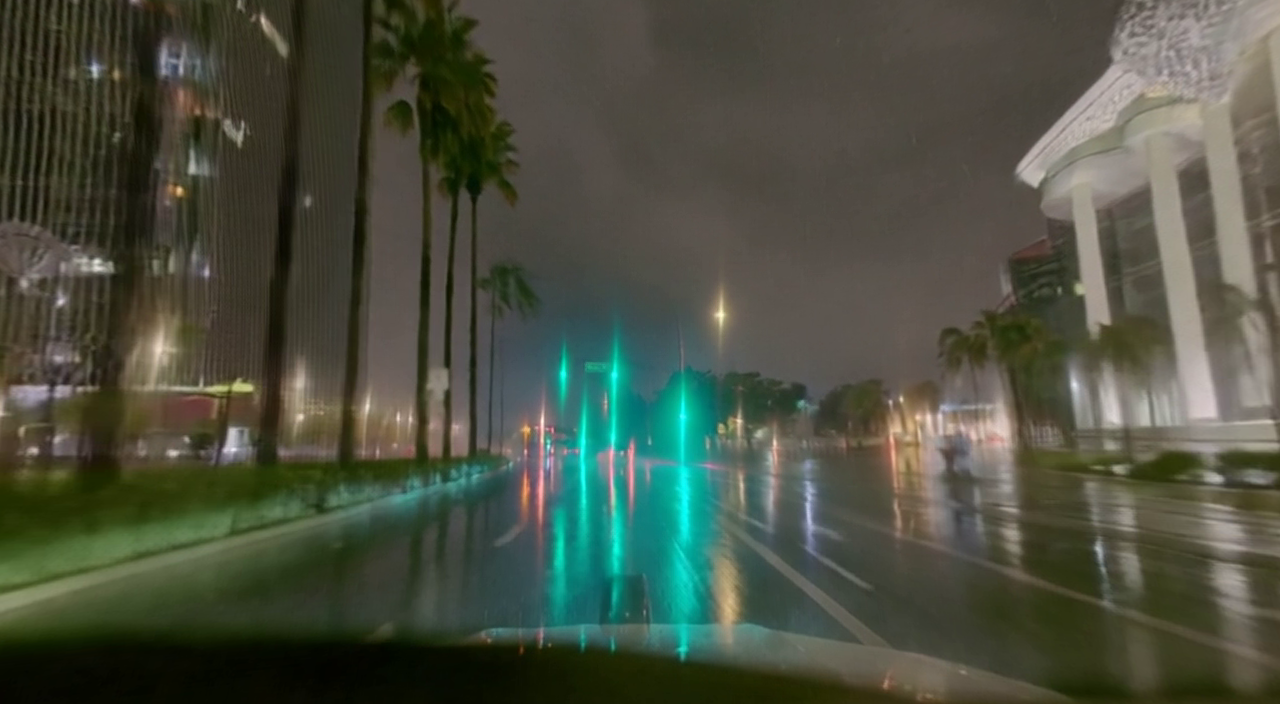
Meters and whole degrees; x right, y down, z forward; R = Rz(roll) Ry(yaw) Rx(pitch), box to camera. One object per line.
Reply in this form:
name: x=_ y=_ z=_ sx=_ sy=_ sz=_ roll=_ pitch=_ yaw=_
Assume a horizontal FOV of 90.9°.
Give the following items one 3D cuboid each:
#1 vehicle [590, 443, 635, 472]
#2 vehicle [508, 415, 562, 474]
vehicle: x=-1.582 y=5.826 z=34.956 sx=2.107 sy=1.481 sz=4.097 roll=1 pitch=-8 yaw=-7
vehicle: x=-5.986 y=5.450 z=37.149 sx=2.678 sy=3.042 sz=8.474 roll=1 pitch=-8 yaw=-7
